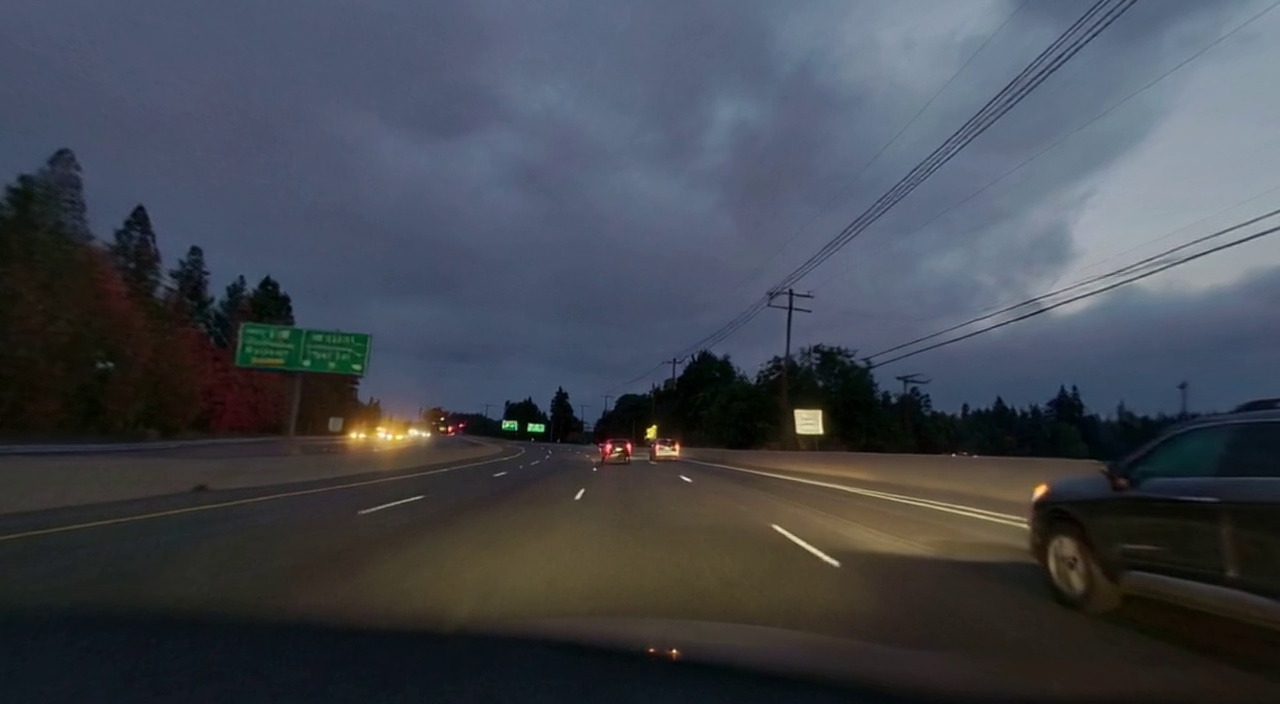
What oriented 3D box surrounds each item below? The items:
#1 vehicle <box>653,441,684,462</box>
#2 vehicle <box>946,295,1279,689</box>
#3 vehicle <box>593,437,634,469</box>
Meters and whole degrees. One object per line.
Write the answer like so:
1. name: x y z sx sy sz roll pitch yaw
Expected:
1. vehicle: 2.058 7.409 47.245 1.789 1.503 3.897 1 -8 -5
2. vehicle: 4.586 0.790 3.724 2.504 2.033 5.979 0 -8 -1
3. vehicle: -1.519 5.714 35.915 2.188 1.714 3.921 0 -8 -3
